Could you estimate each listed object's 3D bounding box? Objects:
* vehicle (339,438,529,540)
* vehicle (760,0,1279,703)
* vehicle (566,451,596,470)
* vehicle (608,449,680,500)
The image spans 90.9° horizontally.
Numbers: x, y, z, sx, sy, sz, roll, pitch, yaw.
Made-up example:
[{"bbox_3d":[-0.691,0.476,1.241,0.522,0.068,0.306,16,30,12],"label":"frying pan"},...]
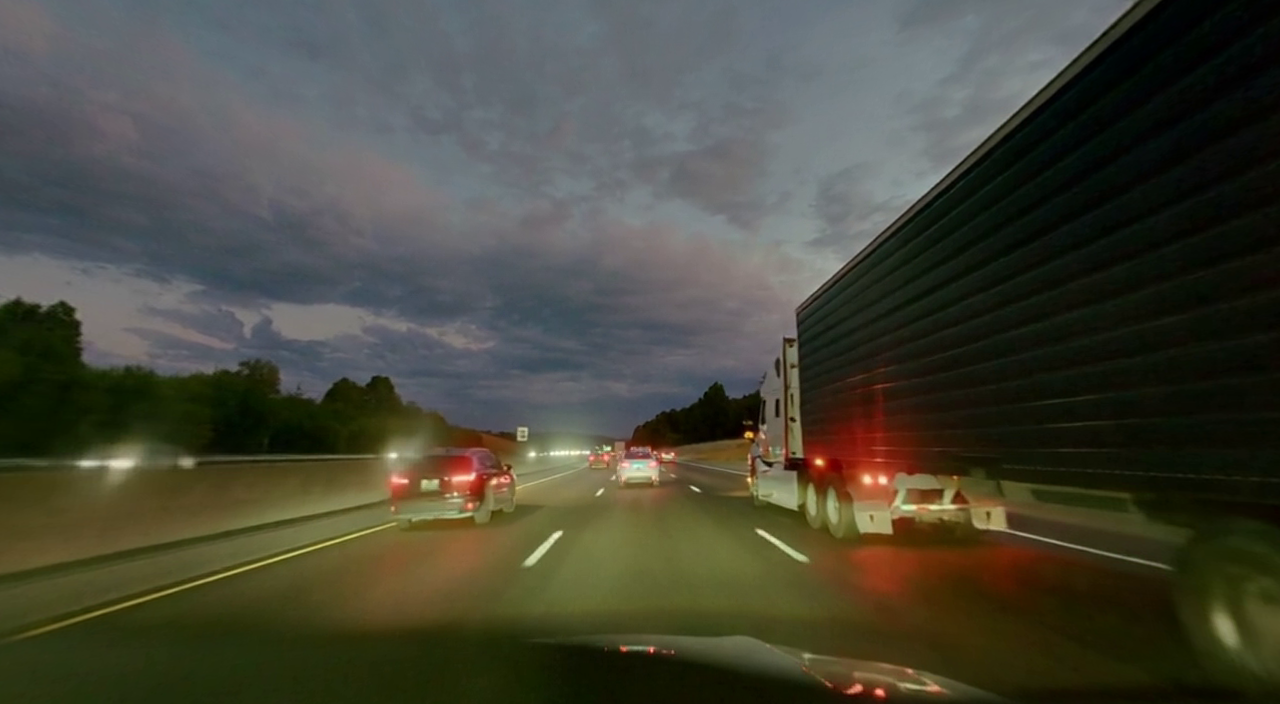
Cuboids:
[{"bbox_3d":[-3.629,2.504,12.161,2.153,1.581,4.375,0,-9,0],"label":"vehicle"},{"bbox_3d":[4.448,0.539,7.957,2.905,4.109,14.332,0,-9,0],"label":"vehicle"},{"bbox_3d":[-4.588,8.499,49.534,2.017,1.460,4.382,0,-9,-1],"label":"vehicle"},{"bbox_3d":[0.095,3.765,19.813,2.023,1.400,4.028,0,-9,-1],"label":"vehicle"}]
